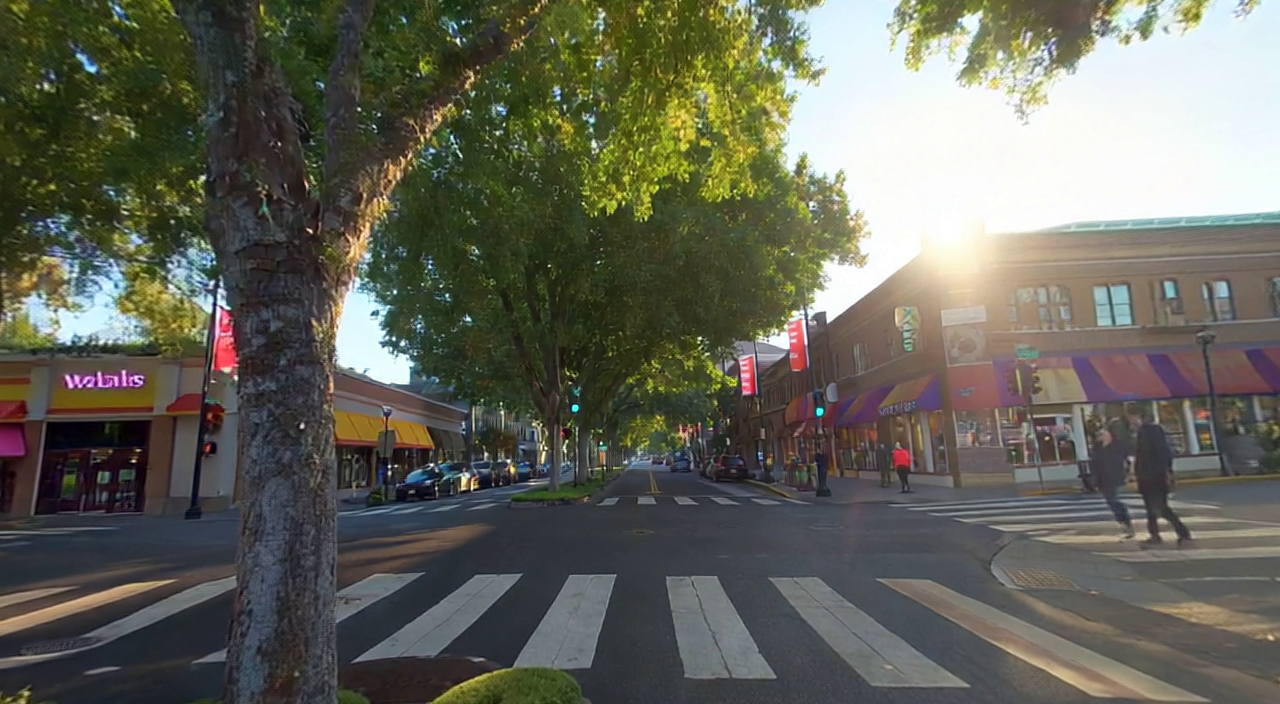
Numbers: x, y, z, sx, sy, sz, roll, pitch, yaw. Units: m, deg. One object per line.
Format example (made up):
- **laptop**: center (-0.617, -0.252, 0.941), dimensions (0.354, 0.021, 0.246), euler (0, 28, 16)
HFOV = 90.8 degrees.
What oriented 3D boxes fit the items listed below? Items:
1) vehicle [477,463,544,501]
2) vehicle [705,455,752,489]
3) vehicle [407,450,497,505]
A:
- **vehicle**: center (-5.751, 5.828, 28.634), dimensions (1.983, 1.438, 4.559), euler (0, -8, 1)
- **vehicle**: center (5.199, 7.102, 37.720), dimensions (2.010, 1.844, 4.386), euler (0, -8, -2)
- **vehicle**: center (-8.807, 5.899, 30.319), dimensions (2.489, 2.323, 5.843), euler (0, -8, 1)
